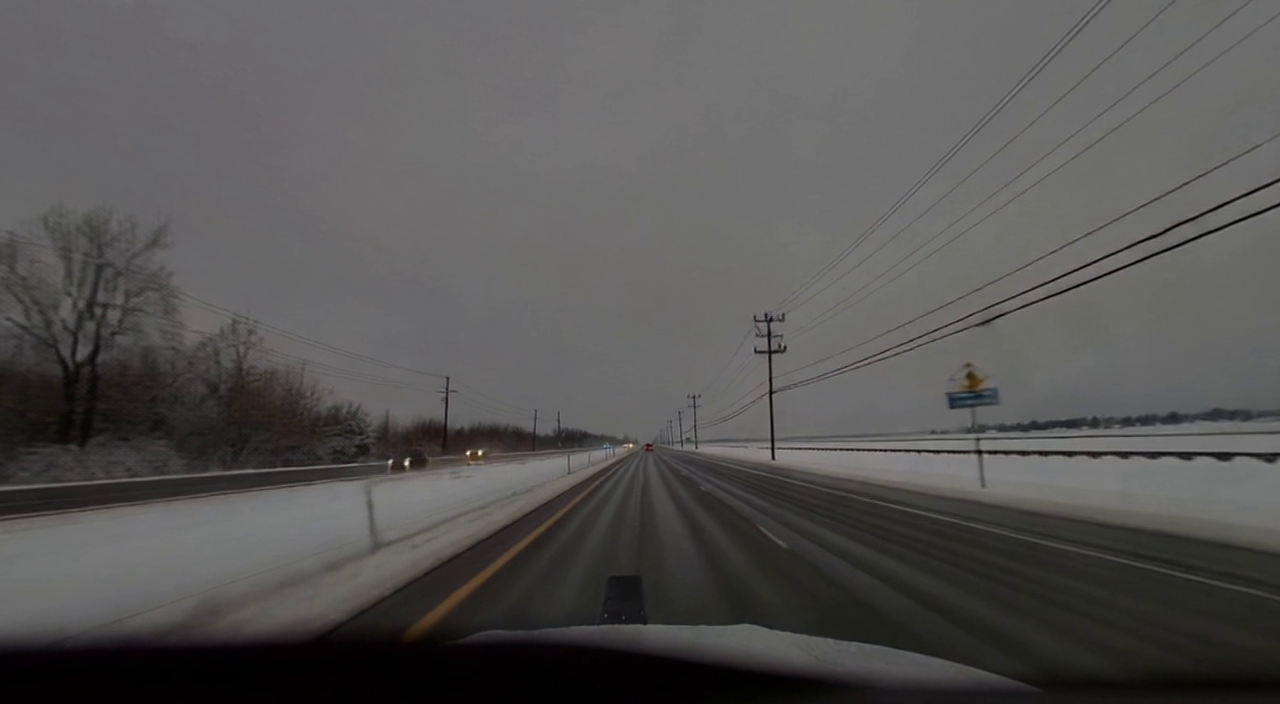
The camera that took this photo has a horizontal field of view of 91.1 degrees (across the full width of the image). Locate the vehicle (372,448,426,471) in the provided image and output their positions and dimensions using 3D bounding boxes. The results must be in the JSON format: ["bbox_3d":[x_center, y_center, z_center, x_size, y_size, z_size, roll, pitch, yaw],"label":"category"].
[{"bbox_3d":[-16.525,7.359,43.251,1.874,1.441,4.450,0,-8,1],"label":"vehicle"}]
